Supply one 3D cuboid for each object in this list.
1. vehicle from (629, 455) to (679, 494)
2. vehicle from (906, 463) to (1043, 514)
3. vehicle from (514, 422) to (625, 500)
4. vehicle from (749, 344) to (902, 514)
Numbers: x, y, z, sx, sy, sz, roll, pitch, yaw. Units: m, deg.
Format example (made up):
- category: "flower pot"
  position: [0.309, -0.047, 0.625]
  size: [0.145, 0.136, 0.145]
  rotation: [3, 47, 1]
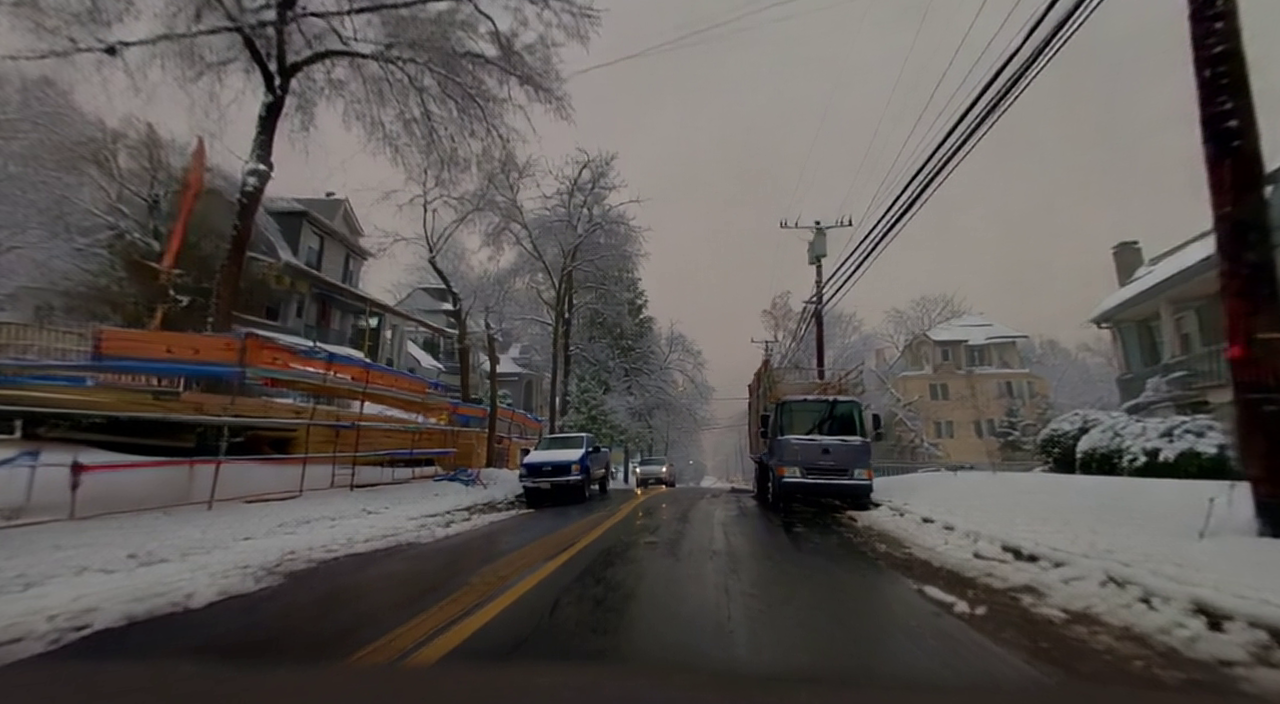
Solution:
- category: "vehicle"
  position: [0.916, 6.864, 35.667]
  size: [2.257, 1.916, 5.089]
  rotation: [-1, -9, 8]
- category: "vehicle"
  position: [15.590, 6.359, 29.659]
  size: [5.321, 1.857, 1.976]
  rotation: [-1, -4, 15]
- category: "vehicle"
  position: [-1.978, 3.193, 19.260]
  size: [2.171, 1.910, 4.789]
  rotation: [-2, -5, 9]
- category: "vehicle"
  position: [5.008, 2.585, 19.215]
  size: [2.915, 3.793, 9.963]
  rotation: [0, -10, 7]
